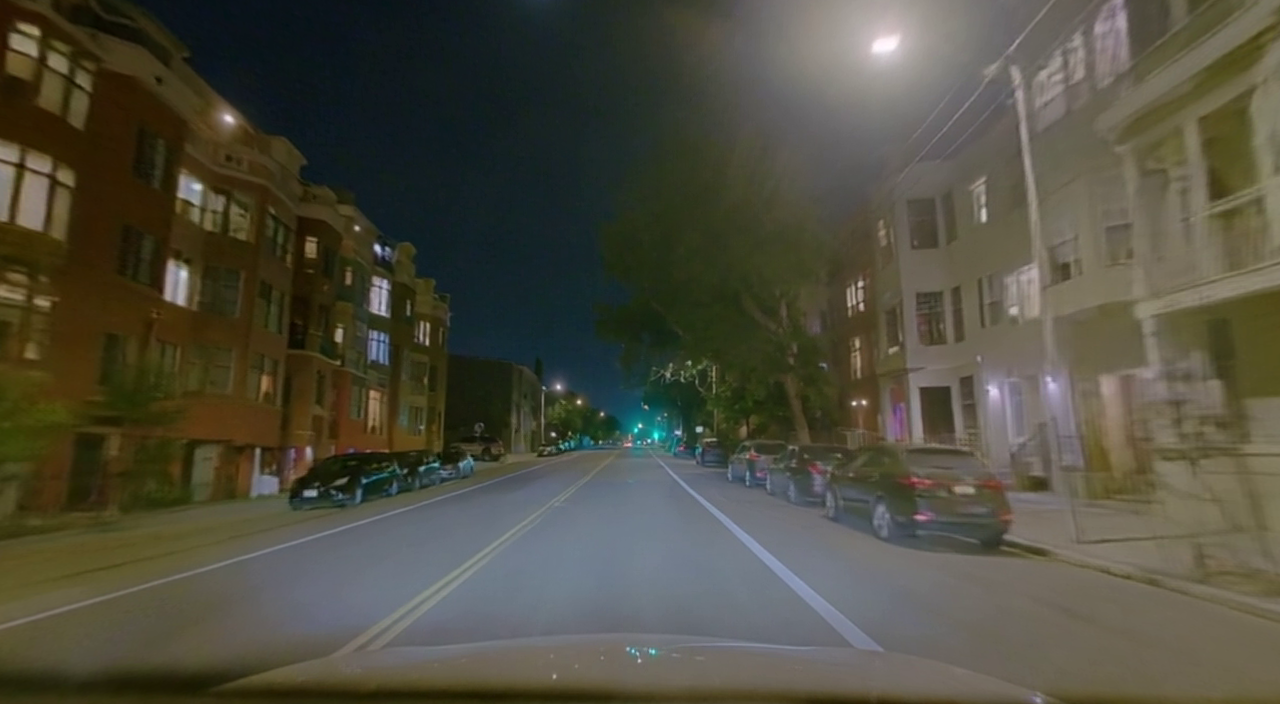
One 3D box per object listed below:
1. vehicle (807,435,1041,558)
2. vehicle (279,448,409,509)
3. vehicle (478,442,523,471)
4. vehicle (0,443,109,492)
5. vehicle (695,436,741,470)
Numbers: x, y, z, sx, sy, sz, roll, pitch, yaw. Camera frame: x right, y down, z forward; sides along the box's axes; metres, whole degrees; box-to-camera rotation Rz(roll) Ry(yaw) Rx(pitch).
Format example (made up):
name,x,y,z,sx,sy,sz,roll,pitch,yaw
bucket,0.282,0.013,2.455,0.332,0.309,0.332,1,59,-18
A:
name,x,y,z,sx,sy,sz,roll,pitch,yaw
vehicle,4.163,2.152,10.095,1.845,1.556,3.929,0,-9,-1
vehicle,-8.143,3.486,17.826,1.852,1.482,3.916,-1,-9,-2
vehicle,-8.275,6.196,37.675,1.883,1.565,3.655,-2,-8,-1
vehicle,-20.456,3.852,21.395,1.800,1.475,3.604,0,-9,-1
vehicle,4.138,5.470,34.191,1.889,1.703,4.253,0,-9,-1
